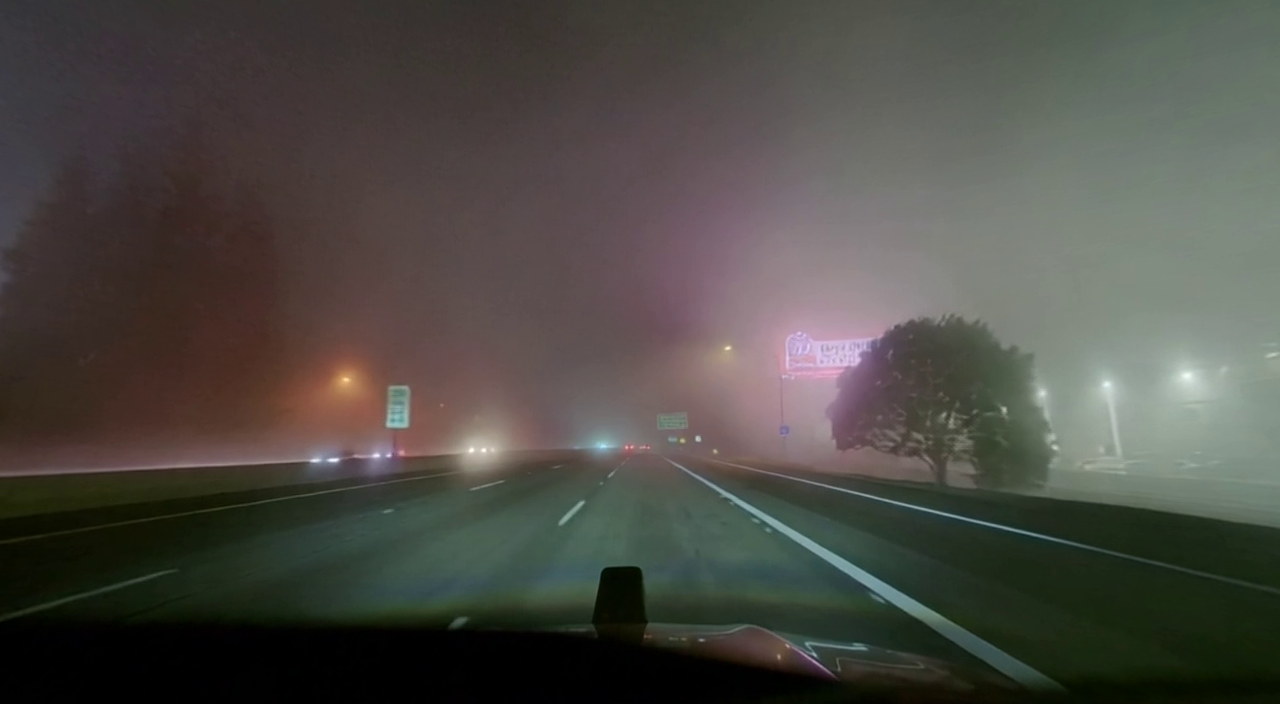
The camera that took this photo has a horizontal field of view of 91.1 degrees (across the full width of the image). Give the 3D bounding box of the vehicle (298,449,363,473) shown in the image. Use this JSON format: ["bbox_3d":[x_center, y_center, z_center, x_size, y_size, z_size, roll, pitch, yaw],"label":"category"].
[{"bbox_3d":[-20.095,7.077,41.013,1.846,1.473,4.562,0,-8,1],"label":"vehicle"}]
